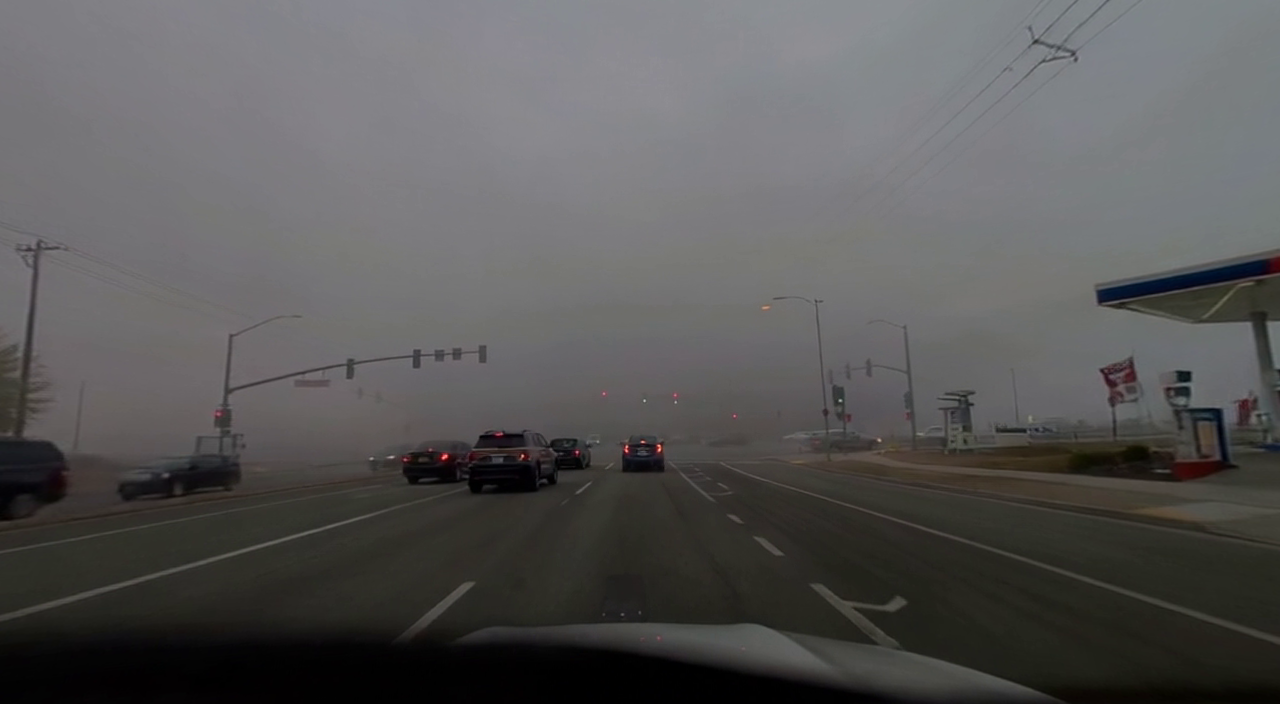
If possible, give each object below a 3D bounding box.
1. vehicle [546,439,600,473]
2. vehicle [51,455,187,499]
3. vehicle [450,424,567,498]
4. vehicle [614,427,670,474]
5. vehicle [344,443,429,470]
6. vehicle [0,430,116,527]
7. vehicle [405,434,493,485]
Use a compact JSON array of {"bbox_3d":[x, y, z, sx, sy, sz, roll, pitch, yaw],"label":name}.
[{"bbox_3d":[-2.953,4.718,28.814,1.881,1.424,4.098,0,-9,2],"label":"vehicle"},{"bbox_3d":[-19.620,4.684,24.047,1.779,1.481,3.879,0,-9,1],"label":"vehicle"},{"bbox_3d":[-3.334,2.882,16.999,2.096,1.718,4.266,0,-9,2],"label":"vehicle"},{"bbox_3d":[0.105,4.273,27.544,2.224,1.819,5.005,0,-9,1],"label":"vehicle"},{"bbox_3d":[-16.364,6.771,41.246,2.299,1.616,5.765,-2,-9,11],"label":"vehicle"},{"bbox_3d":[-13.579,2.448,12.141,2.238,1.872,5.625,0,-9,-1],"label":"vehicle"},{"bbox_3d":[-6.420,3.647,21.677,1.790,1.605,3.696,0,-9,1],"label":"vehicle"}]
